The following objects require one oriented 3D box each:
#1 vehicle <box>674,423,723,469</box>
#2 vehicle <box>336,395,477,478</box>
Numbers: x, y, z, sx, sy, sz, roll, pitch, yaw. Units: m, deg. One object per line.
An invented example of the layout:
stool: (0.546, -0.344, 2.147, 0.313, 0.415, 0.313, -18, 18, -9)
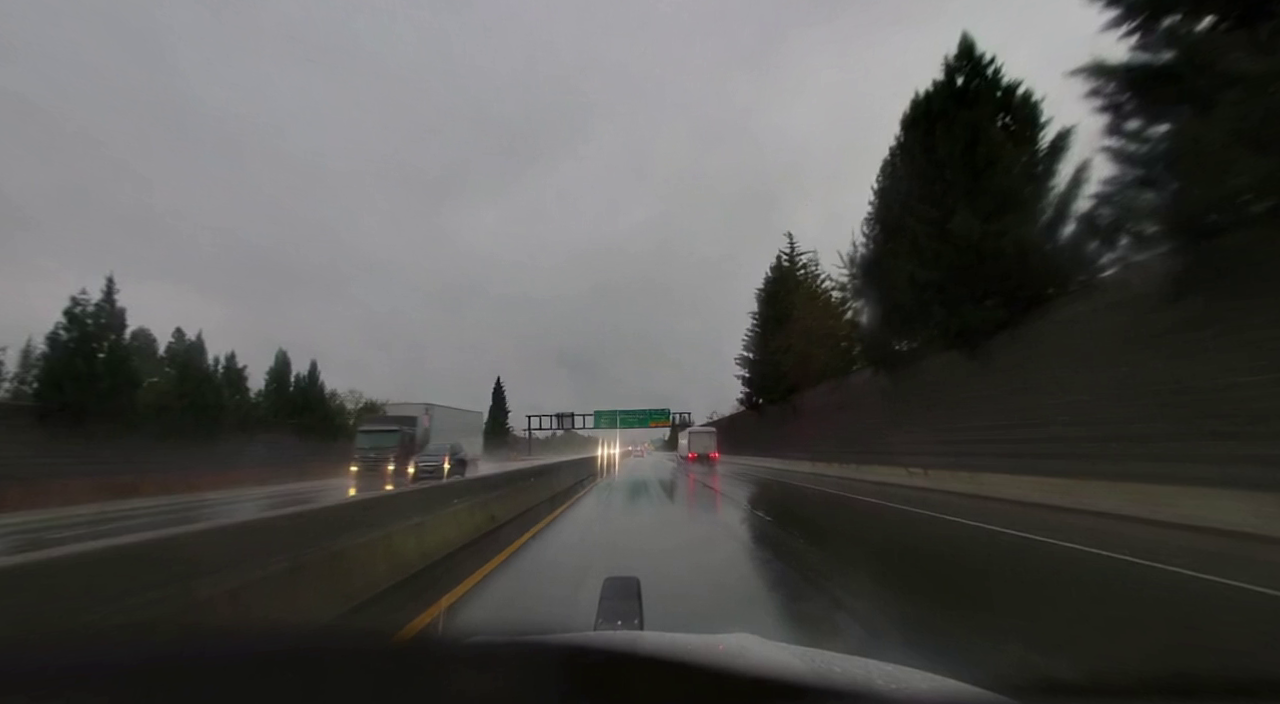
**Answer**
vehicle: (3.818, 6.325, 42.266, 2.449, 2.805, 6.763, 0, -9, -1)
vehicle: (-12.871, 5.063, 36.734, 3.219, 3.940, 13.412, 0, -9, 0)
